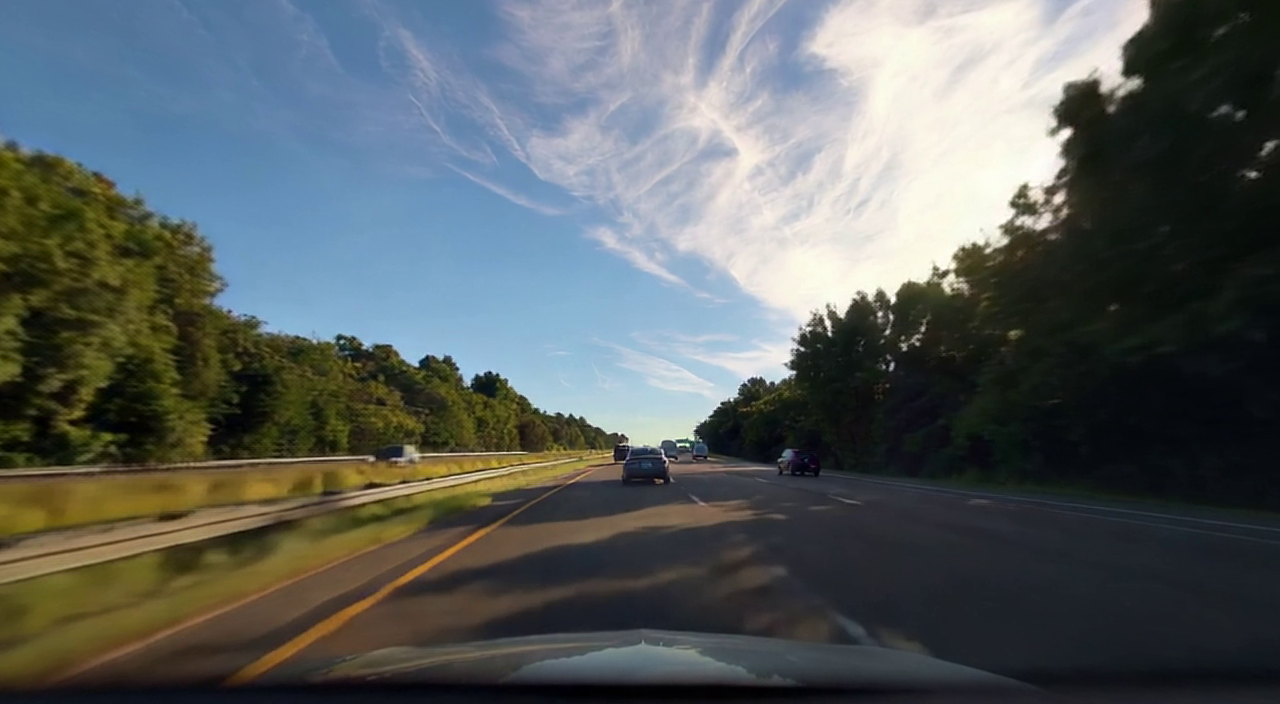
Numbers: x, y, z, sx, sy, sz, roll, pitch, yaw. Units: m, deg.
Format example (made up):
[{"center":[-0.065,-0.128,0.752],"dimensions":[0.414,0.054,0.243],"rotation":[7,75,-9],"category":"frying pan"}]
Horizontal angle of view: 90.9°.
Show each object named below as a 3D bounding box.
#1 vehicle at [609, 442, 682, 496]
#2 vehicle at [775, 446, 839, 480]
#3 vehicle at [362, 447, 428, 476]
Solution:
[{"center":[0.100,3.607,19.818],"dimensions":[2.053,1.483,4.185],"rotation":[0,-9,-1],"category":"vehicle"},{"center":[7.873,5.242,30.050],"dimensions":[1.926,1.483,3.528],"rotation":[0,-9,-3],"category":"vehicle"},{"center":[-13.527,6.062,35.119],"dimensions":[1.973,1.481,4.321],"rotation":[0,-9,0],"category":"vehicle"}]
